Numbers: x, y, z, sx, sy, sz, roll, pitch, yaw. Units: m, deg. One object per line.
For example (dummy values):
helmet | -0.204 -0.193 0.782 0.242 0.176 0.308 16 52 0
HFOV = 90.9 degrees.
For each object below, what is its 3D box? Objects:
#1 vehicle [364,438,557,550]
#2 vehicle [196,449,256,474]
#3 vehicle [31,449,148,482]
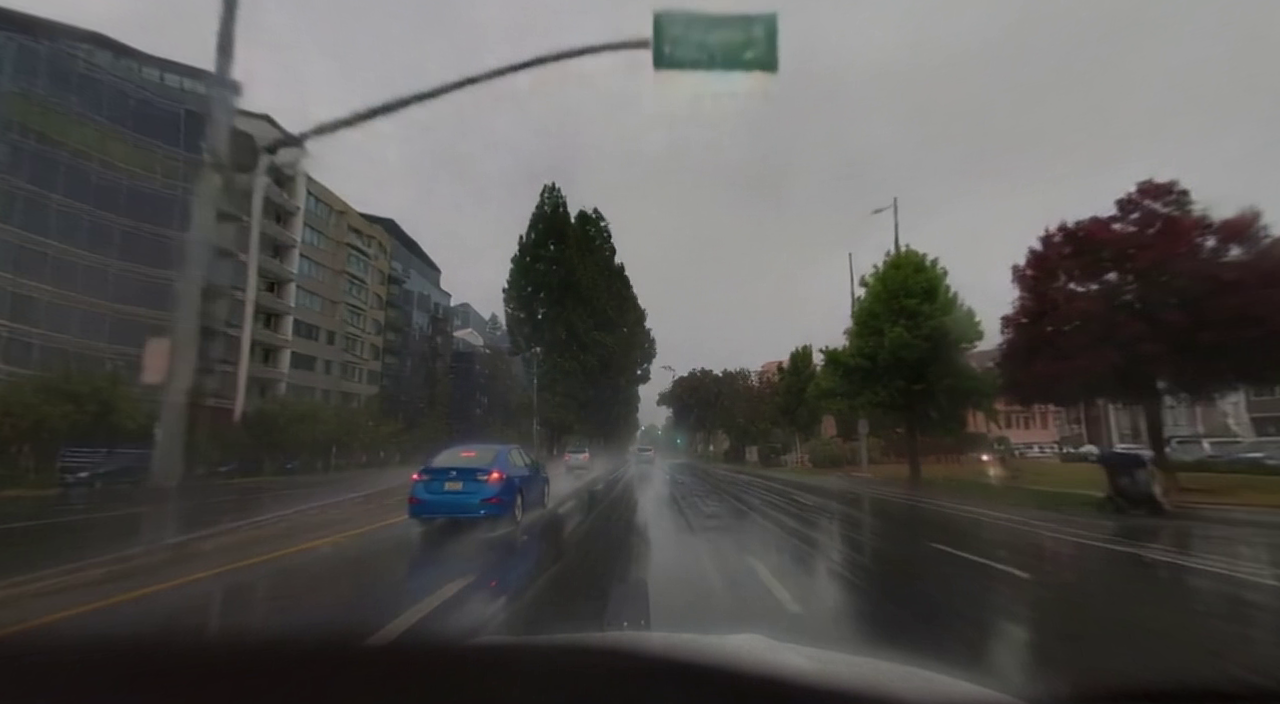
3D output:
vehicle | -2.869 2.360 11.288 2.009 1.489 4.543 -3 -8 2
vehicle | -27.667 7.294 42.331 1.940 1.531 5.040 2 -9 -17
vehicle | -28.269 5.812 32.598 1.857 1.539 4.760 0 -8 -2
